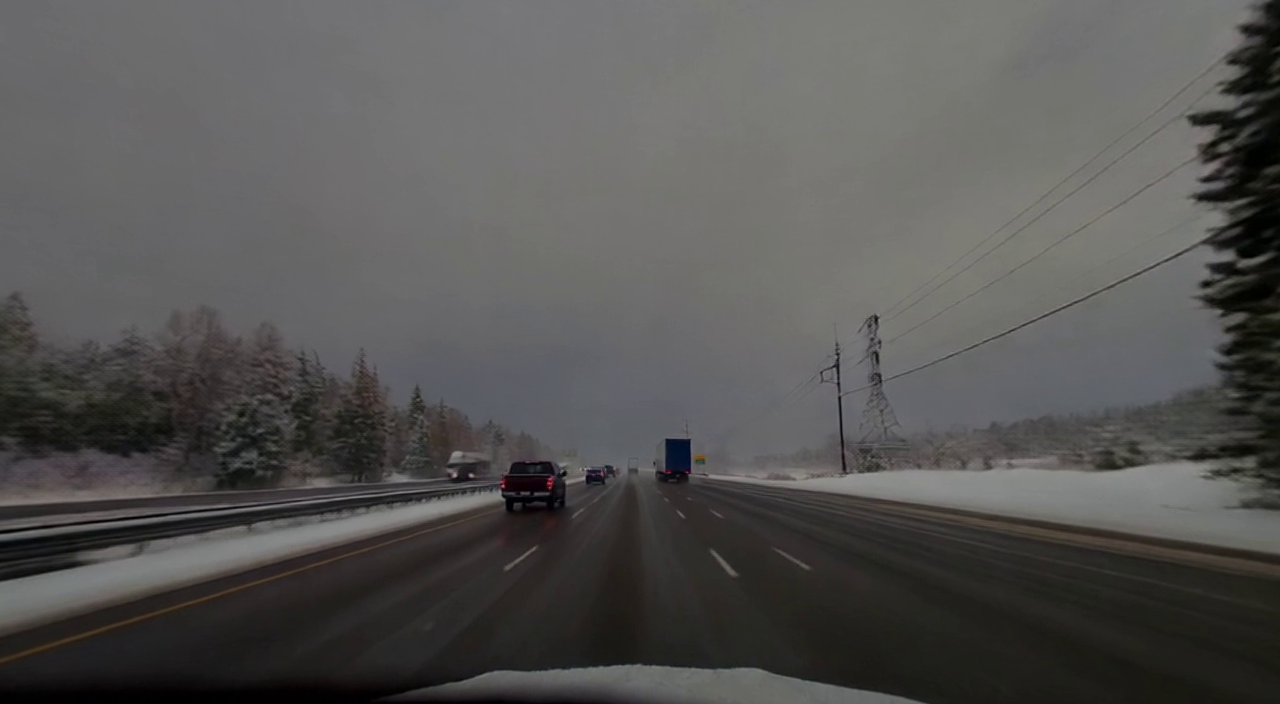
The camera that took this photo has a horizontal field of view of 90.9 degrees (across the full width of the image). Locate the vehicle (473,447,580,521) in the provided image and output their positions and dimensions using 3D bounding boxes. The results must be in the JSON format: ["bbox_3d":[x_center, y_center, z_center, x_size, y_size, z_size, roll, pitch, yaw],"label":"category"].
[{"bbox_3d":[-2.915,3.569,17.337,2.065,1.722,4.441,1,-10,0],"label":"vehicle"}]
